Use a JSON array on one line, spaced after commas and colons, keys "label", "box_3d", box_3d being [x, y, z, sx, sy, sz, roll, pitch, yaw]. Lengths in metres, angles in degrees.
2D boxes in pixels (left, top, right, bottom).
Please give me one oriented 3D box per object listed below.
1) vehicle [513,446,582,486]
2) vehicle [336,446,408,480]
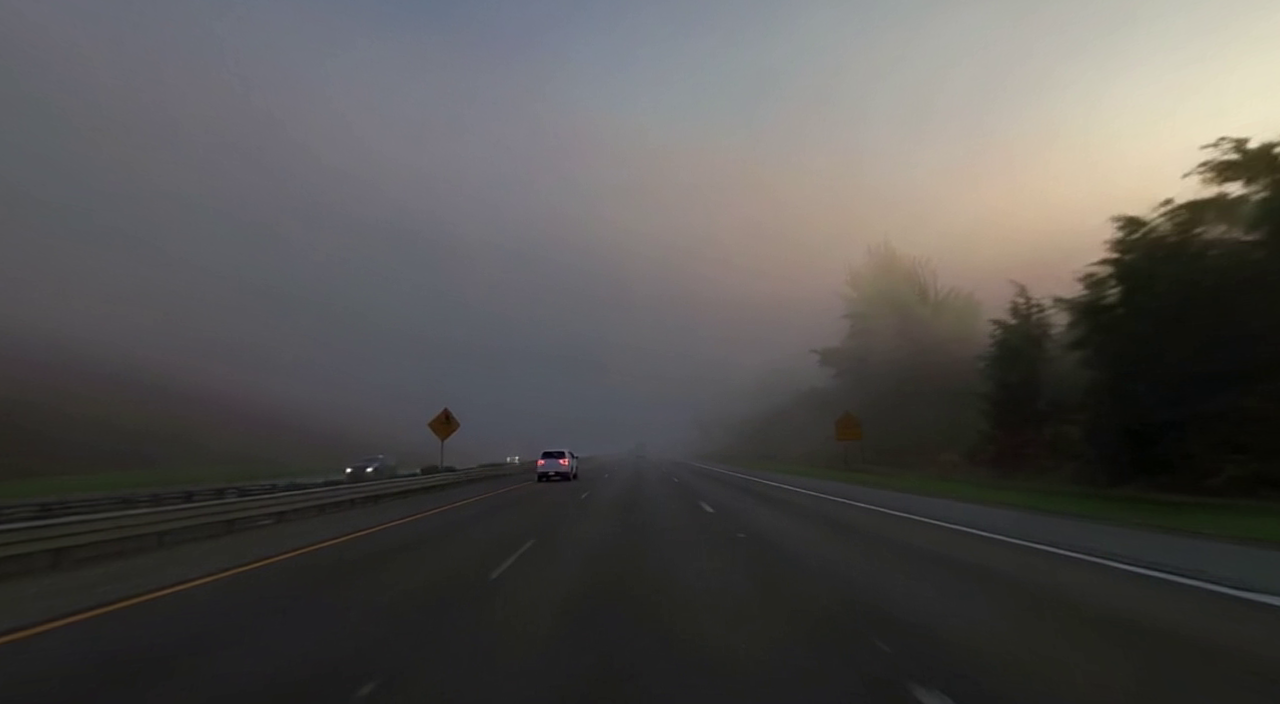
[{"label": "vehicle", "box_3d": [-3.646, 4.616, 25.771, 2.054, 1.475, 4.708, 0, -9, 1]}, {"label": "vehicle", "box_3d": [-16.260, 6.753, 38.502, 2.323, 1.901, 4.737, 0, -9, -1]}]
